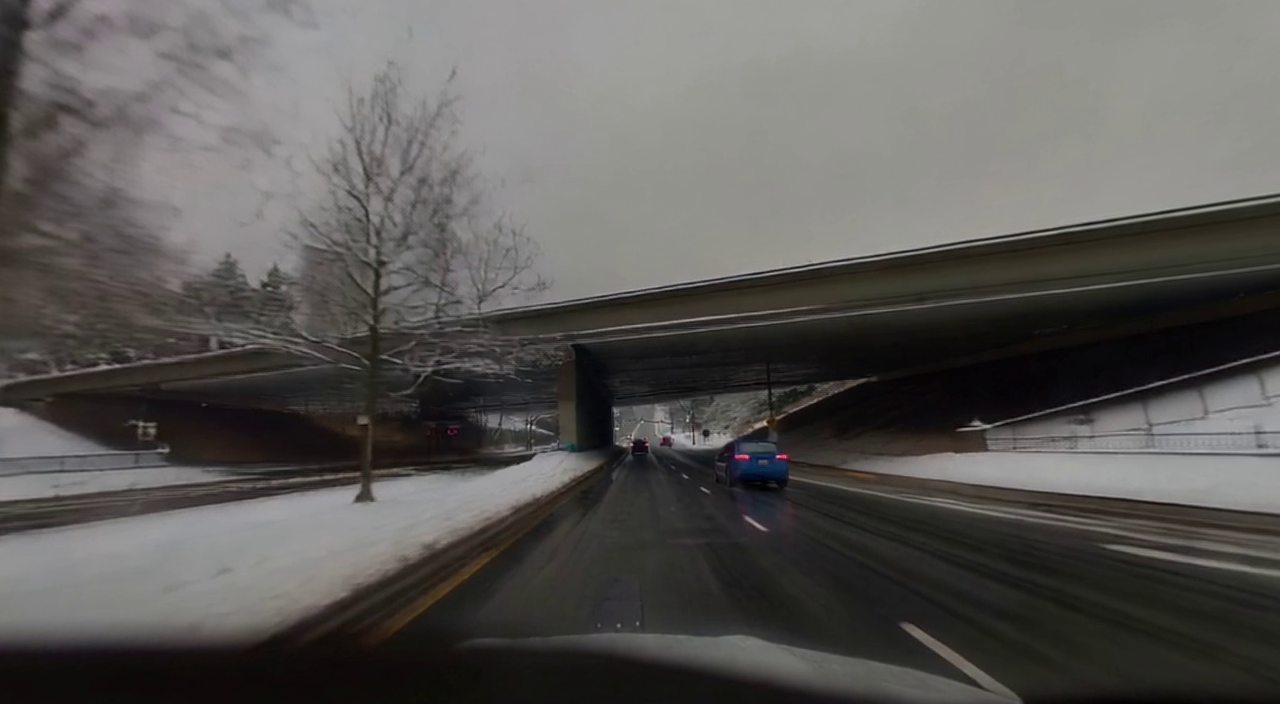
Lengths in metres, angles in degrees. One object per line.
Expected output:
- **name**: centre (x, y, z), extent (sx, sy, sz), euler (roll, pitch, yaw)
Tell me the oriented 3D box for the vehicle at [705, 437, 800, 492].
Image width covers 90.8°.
- **vehicle**: centre (3.357, 3.459, 19.811), extent (2.062, 1.484, 4.332), euler (0, -8, -1)
